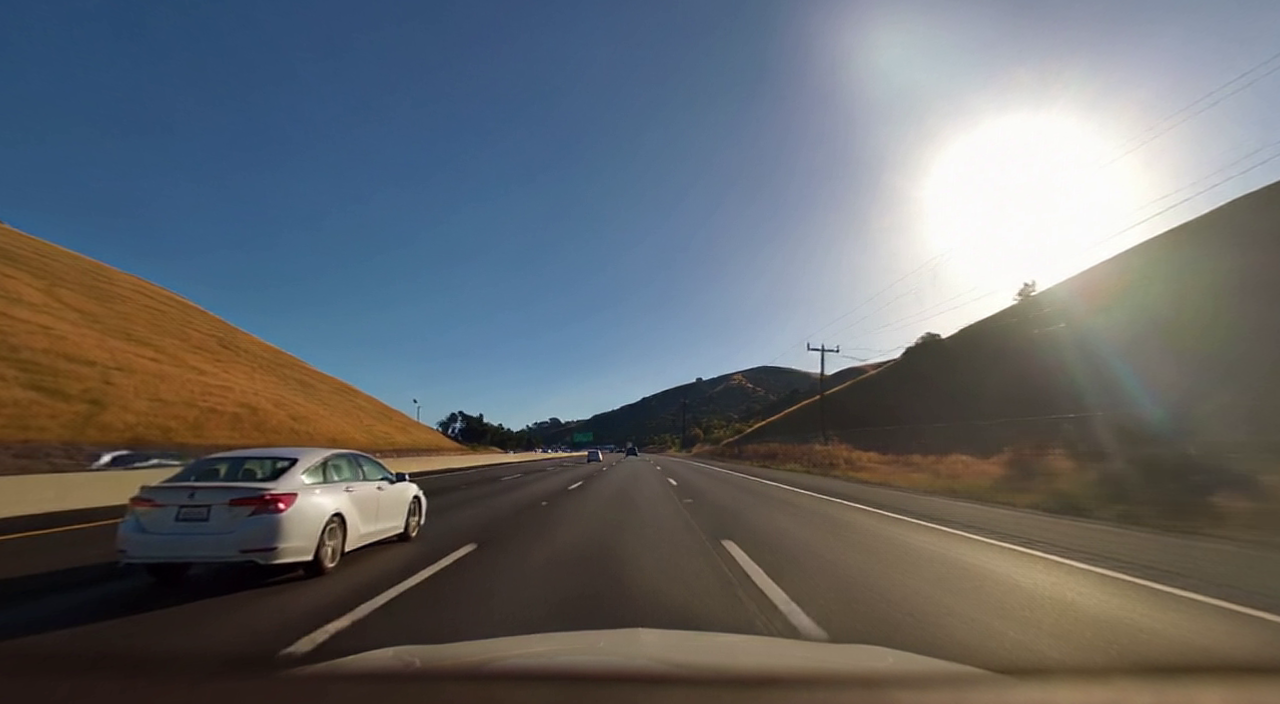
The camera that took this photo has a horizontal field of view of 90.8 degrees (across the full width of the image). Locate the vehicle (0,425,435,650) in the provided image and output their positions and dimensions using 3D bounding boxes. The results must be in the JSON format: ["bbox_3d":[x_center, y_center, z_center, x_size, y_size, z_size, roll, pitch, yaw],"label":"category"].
[{"bbox_3d":[-4.083,1.621,6.775,2.064,1.489,4.966,0,-9,0],"label":"vehicle"}]
